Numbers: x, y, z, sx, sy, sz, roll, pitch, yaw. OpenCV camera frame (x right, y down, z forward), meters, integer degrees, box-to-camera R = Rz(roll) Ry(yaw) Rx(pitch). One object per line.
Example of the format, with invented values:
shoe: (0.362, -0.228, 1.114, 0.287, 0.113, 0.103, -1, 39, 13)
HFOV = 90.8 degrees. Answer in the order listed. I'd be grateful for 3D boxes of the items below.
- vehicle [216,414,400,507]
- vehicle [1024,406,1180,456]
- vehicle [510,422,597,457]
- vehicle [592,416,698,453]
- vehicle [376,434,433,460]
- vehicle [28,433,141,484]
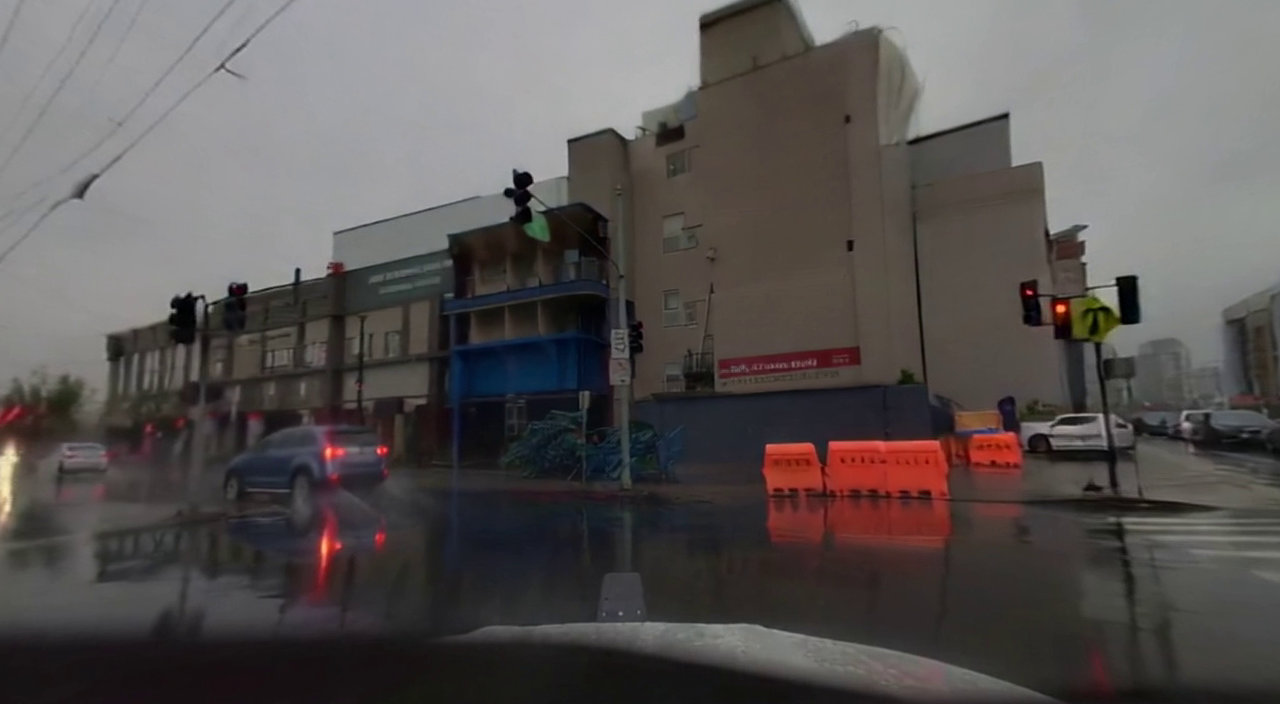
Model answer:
vehicle: (-8.139, 2.550, 15.254, 5.118, 1.859, 2.256, -8, -11, 43)
vehicle: (16.922, 2.969, 23.478, 4.382, 1.688, 1.937, -5, -10, 29)
vehicle: (-4.932, 4.975, 35.901, 4.593, 1.856, 2.090, -5, -10, 32)
vehicle: (0.209, 4.285, 32.872, 5.080, 1.766, 2.272, -6, -8, 33)
vehicle: (-18.215, 7.345, 49.022, 1.694, 1.802, 4.028, -6, -7, 30)
vehicle: (-23.120, 4.361, 26.203, 5.548, 1.911, 2.206, -6, -10, 36)
